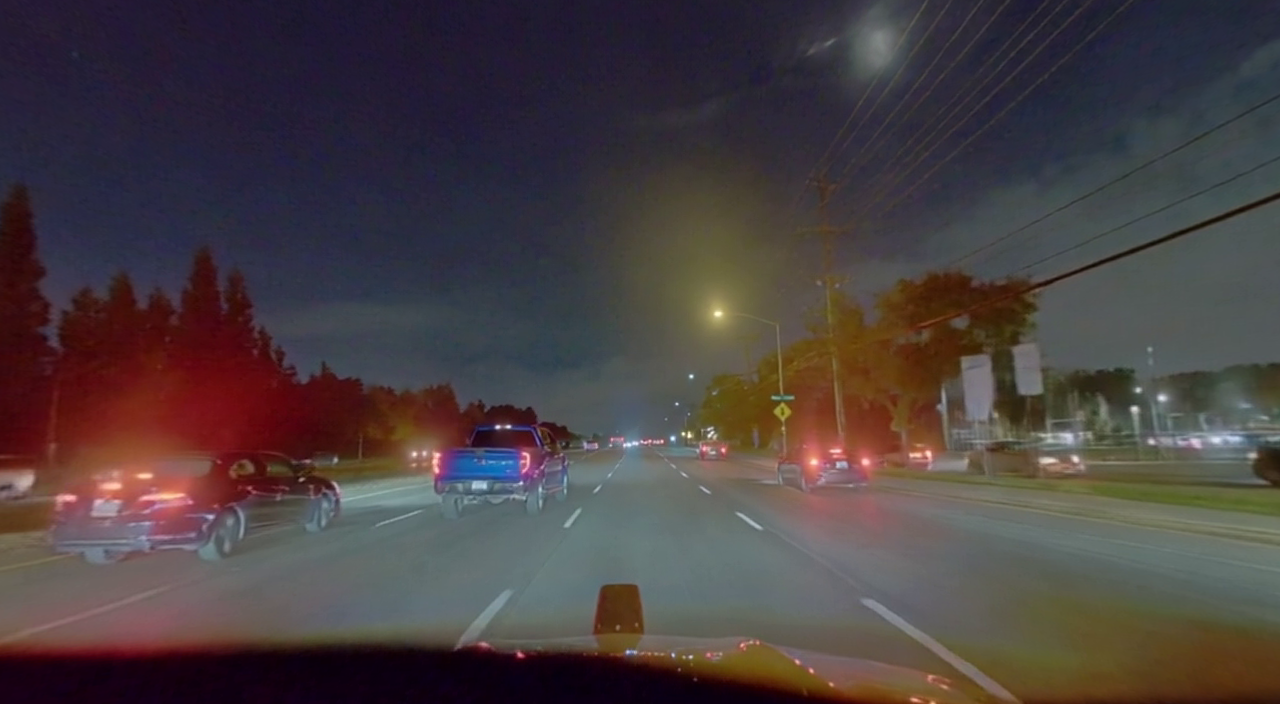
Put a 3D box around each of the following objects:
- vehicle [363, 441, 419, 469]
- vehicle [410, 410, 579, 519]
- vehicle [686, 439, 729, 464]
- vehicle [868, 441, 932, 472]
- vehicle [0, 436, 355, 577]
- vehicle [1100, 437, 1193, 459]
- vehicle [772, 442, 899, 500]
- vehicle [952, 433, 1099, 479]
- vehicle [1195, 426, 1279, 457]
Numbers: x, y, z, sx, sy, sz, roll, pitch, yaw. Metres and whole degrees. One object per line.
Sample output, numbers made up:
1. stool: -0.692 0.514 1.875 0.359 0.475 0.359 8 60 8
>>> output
1. vehicle: -17.800 7.370 45.470 2.114 1.892 4.773 0 -8 -1
2. vehicle: -2.983 2.536 14.790 2.467 1.991 6.089 0 -9 1
3. vehicle: 4.194 6.277 40.002 2.071 1.435 4.226 0 -9 -3
4. vehicle: 16.581 6.675 40.632 2.044 1.812 4.935 0 -9 1
5. vehicle: -6.310 2.026 9.218 2.035 1.497 4.723 0 -9 1
6. vehicle: 35.056 6.679 43.827 4.630 1.444 1.994 0 -9 2
7. vehicle: 5.402 3.341 18.190 1.840 1.428 4.602 1 -9 -5
8. vehicle: 17.708 4.808 29.517 2.267 1.925 5.964 2 -9 -12
9. vehicle: 34.789 5.105 36.011 4.595 1.701 2.257 2 -9 -12
